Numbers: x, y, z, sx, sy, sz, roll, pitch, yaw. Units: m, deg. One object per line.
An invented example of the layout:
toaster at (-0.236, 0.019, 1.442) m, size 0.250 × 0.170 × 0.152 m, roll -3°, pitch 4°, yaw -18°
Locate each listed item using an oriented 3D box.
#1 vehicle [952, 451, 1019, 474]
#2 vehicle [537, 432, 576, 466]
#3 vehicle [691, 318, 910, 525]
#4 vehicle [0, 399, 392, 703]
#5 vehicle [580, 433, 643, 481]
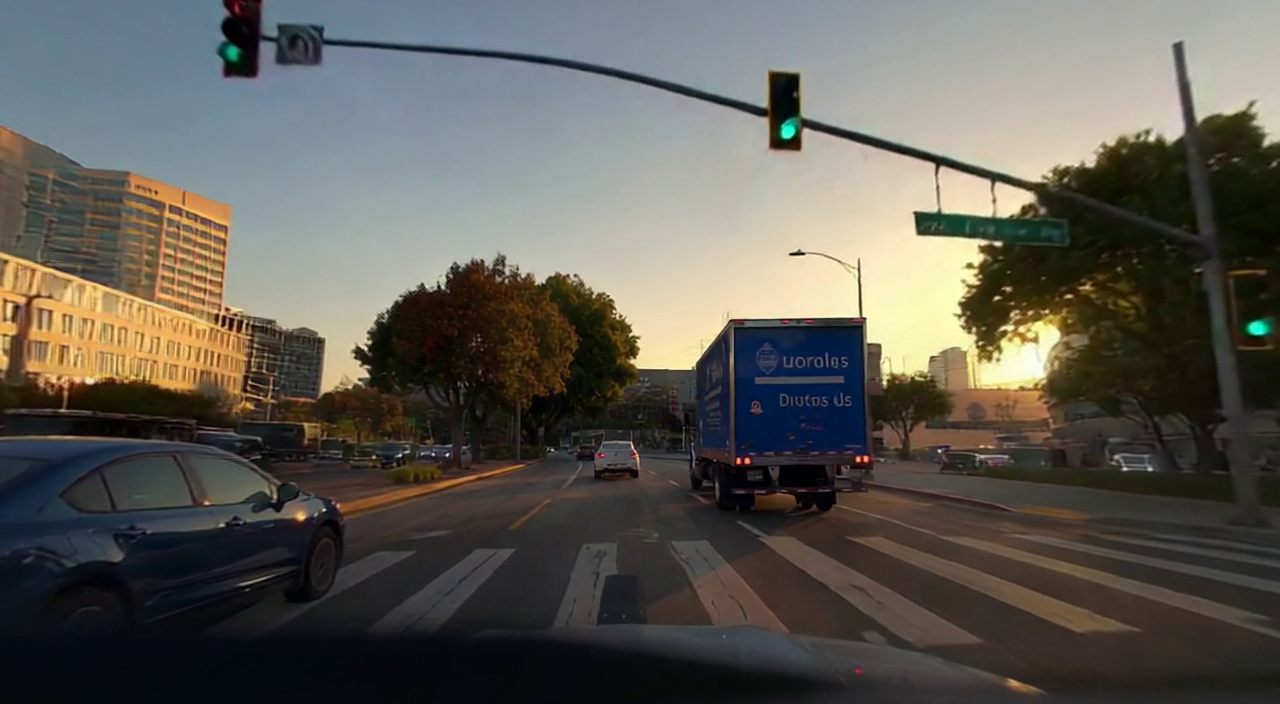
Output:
vehicle at (24.591, 7.843, 44.670) m, size 4.391 × 1.492 × 1.972 m, roll 4°, pitch -10°, yaw -28°
vehicle at (-5.721, 6.752, 43.742) m, size 2.269 × 2.181 × 5.787 m, roll 0°, pitch -8°, yaw -3°
vehicle at (3.151, 1.797, 15.308) m, size 2.905 × 3.644 × 8.441 m, roll 0°, pitch -8°, yaw -1°
vehicle at (-3.739, 1.289, 4.855) m, size 1.828 × 1.515 × 4.422 m, roll 0°, pitch -8°, yaw 0°
vehicle at (-1.226, 4.312, 26.058) m, size 2.388 × 1.811 × 4.455 m, roll 0°, pitch -8°, yaw -4°
